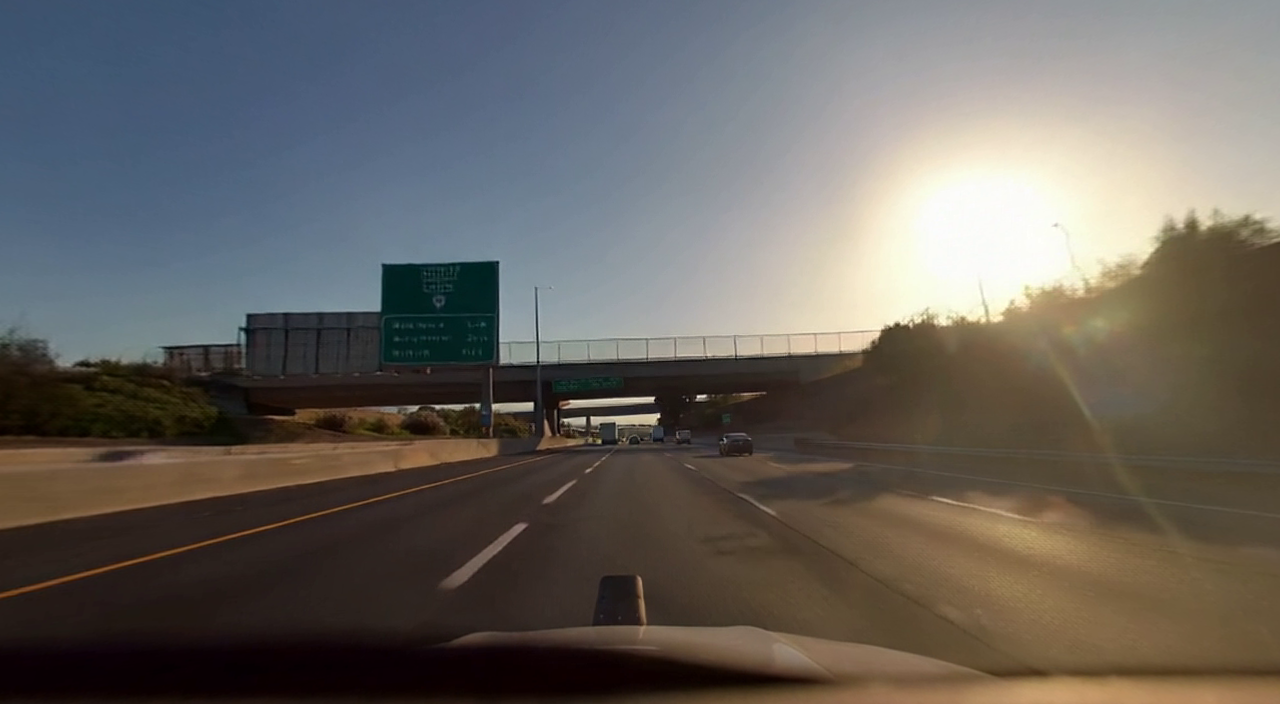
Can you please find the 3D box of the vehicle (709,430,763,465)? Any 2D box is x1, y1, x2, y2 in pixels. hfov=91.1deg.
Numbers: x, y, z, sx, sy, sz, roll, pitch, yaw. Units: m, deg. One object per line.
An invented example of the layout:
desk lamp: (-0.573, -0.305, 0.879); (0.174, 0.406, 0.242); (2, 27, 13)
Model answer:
vehicle: (4.348, 4.379, 28.970); (1.802, 1.492, 3.804); (0, -8, -1)
